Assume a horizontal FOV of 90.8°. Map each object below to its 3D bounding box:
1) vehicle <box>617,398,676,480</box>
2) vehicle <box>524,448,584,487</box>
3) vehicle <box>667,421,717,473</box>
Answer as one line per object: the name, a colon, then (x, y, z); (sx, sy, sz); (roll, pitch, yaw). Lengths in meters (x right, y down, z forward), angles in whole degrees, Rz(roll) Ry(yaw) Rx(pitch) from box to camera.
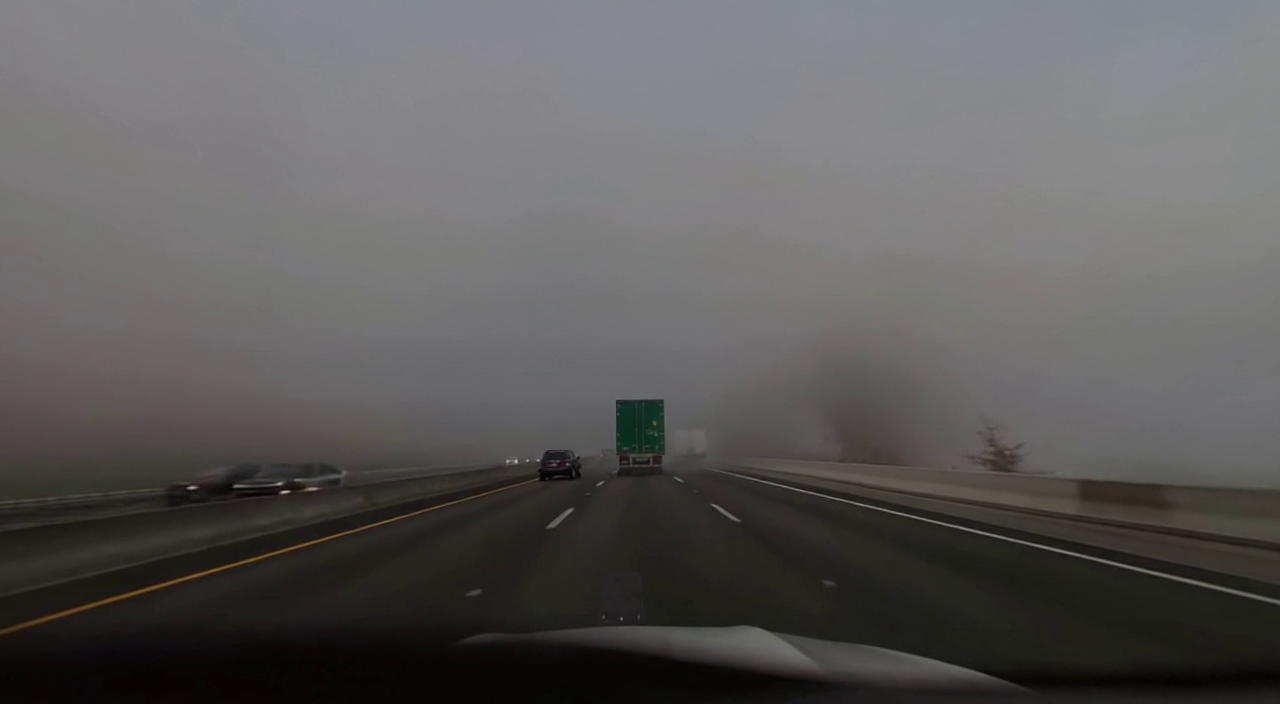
vehicle: (0.242, 5.178, 36.976); (2.932, 4.042, 11.054); (0, -9, -1)
vehicle: (-3.564, 4.858, 26.872); (2.050, 1.517, 3.996); (0, -9, 0)
vehicle: (3.815, 7.472, 49.521); (2.854, 3.537, 12.540); (0, -9, 0)
